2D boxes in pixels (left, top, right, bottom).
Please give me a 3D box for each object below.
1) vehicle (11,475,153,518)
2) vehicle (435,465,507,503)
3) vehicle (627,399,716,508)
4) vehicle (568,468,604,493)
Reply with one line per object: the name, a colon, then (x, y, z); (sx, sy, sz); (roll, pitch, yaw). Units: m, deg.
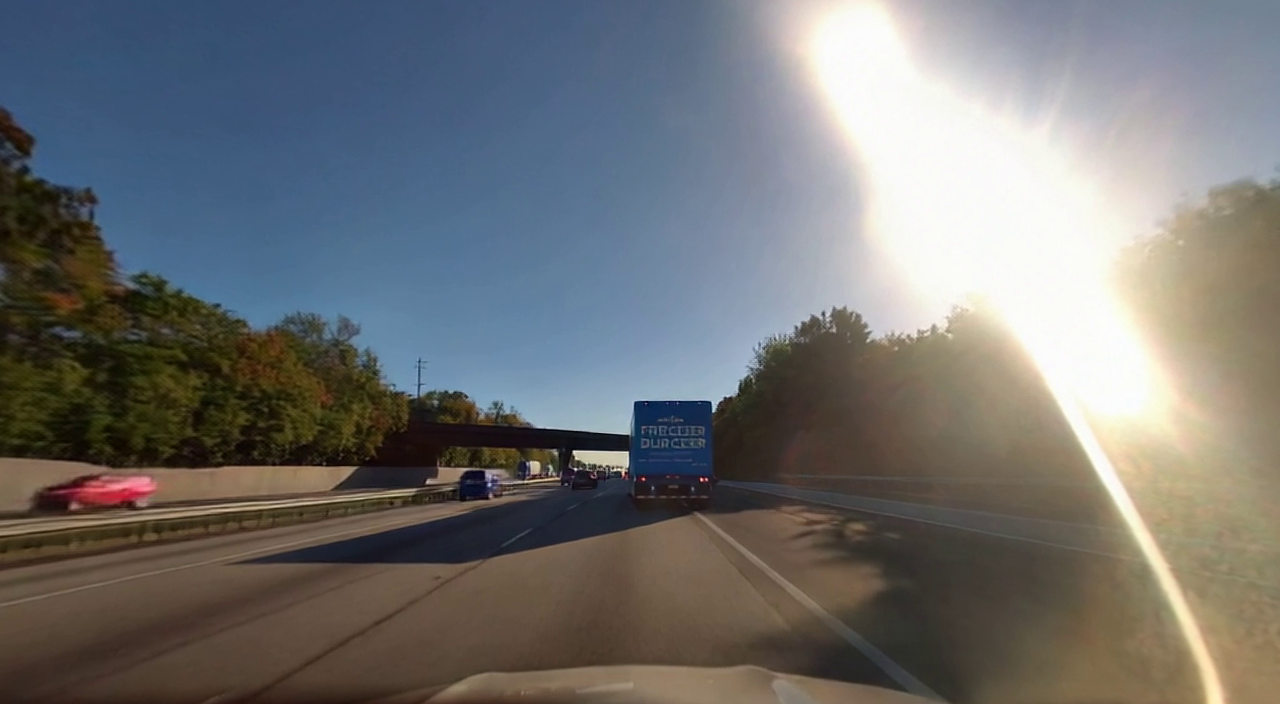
vehicle: (-21.053, 5.444, 24.014); (1.703, 1.443, 3.961); (1, -11, 0)
vehicle: (-7.644, 6.014, 28.967); (1.955, 1.539, 4.650); (0, -11, 1)
vehicle: (1.045, 4.500, 27.251); (2.980, 3.834, 9.423); (1, -11, -2)
vehicle: (-3.617, 8.681, 42.731); (1.978, 1.516, 4.617); (0, -11, 1)
